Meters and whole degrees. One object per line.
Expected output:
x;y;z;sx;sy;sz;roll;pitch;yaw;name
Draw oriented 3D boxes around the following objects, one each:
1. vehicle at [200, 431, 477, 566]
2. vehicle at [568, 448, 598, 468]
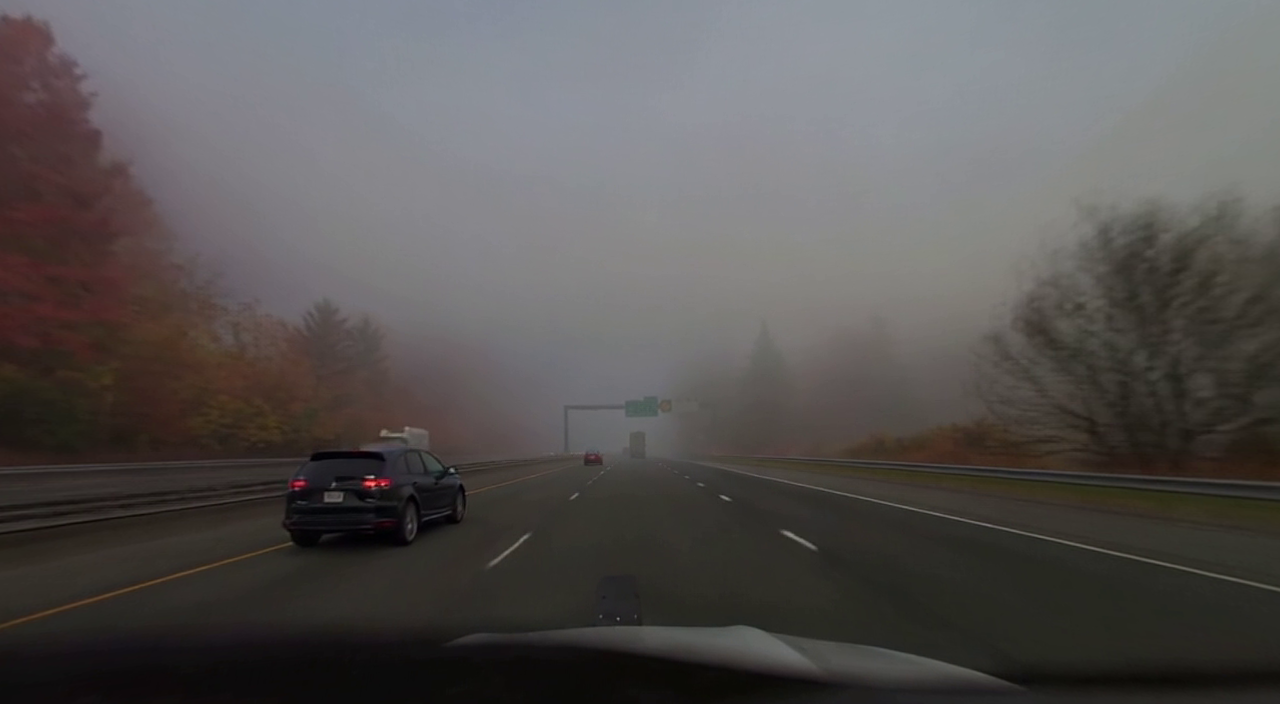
-4.004;2.005;9.293;2.071;1.525;4.058;0;-9;0;vehicle
-4.384;8.140;48.396;1.963;1.475;3.665;0;-9;0;vehicle
